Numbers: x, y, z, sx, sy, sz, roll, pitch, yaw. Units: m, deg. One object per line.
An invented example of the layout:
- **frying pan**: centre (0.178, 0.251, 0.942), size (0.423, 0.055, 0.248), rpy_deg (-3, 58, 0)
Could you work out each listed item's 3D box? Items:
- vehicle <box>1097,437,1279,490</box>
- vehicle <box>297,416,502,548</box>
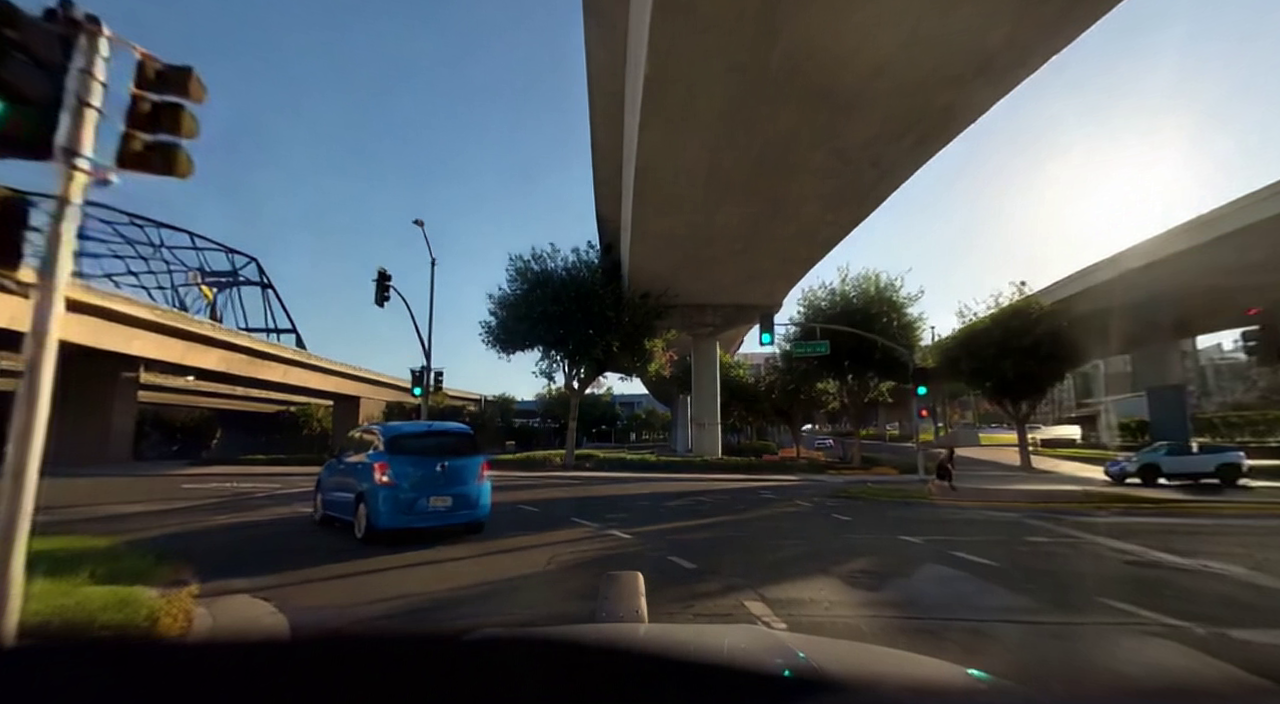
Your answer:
- **vehicle**: centre (18.555, 3.764, 21.441), size (4.345, 1.672, 1.973), rpy_deg (0, -9, 1)
- **vehicle**: centre (-3.881, 1.890, 9.806), size (1.976, 1.584, 3.772), rpy_deg (7, -10, -36)
